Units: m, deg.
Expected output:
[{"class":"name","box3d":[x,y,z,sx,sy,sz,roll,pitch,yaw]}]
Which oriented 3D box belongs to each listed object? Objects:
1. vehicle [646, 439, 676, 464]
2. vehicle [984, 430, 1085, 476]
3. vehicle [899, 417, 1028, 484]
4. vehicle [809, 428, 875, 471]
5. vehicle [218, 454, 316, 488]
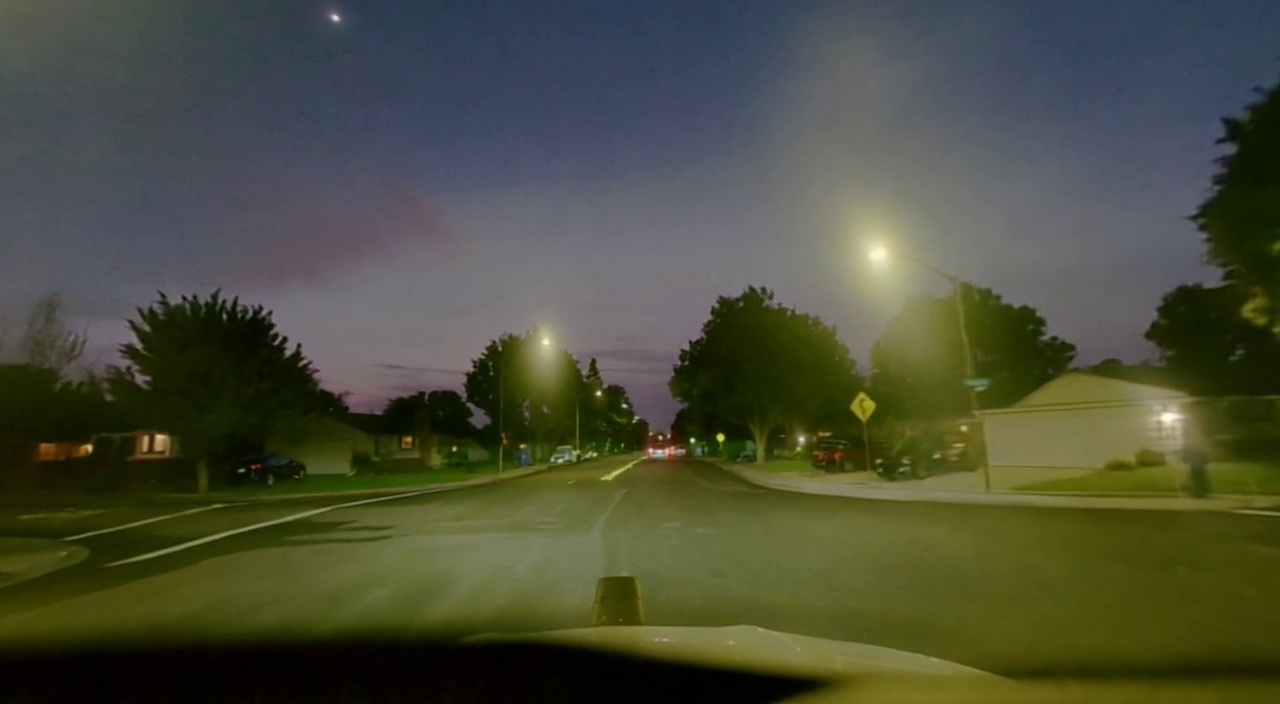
[{"class":"vehicle","box3d":[1.590,7.358,46.824,2.116,1.711,4.155,0,-9,3]},{"class":"vehicle","box3d":[14.166,3.648,22.963,1.972,1.528,3.891,-2,-9,15]},{"class":"vehicle","box3d":[10.750,3.340,21.592,2.333,1.933,5.662,-2,-9,11]},{"class":"vehicle","box3d":[9.412,4.582,29.791,2.130,1.836,4.464,-1,-9,7]},{"class":"vehicle","box3d":[-18.352,5.862,31.379,1.917,1.499,4.569,0,-9,2]}]
